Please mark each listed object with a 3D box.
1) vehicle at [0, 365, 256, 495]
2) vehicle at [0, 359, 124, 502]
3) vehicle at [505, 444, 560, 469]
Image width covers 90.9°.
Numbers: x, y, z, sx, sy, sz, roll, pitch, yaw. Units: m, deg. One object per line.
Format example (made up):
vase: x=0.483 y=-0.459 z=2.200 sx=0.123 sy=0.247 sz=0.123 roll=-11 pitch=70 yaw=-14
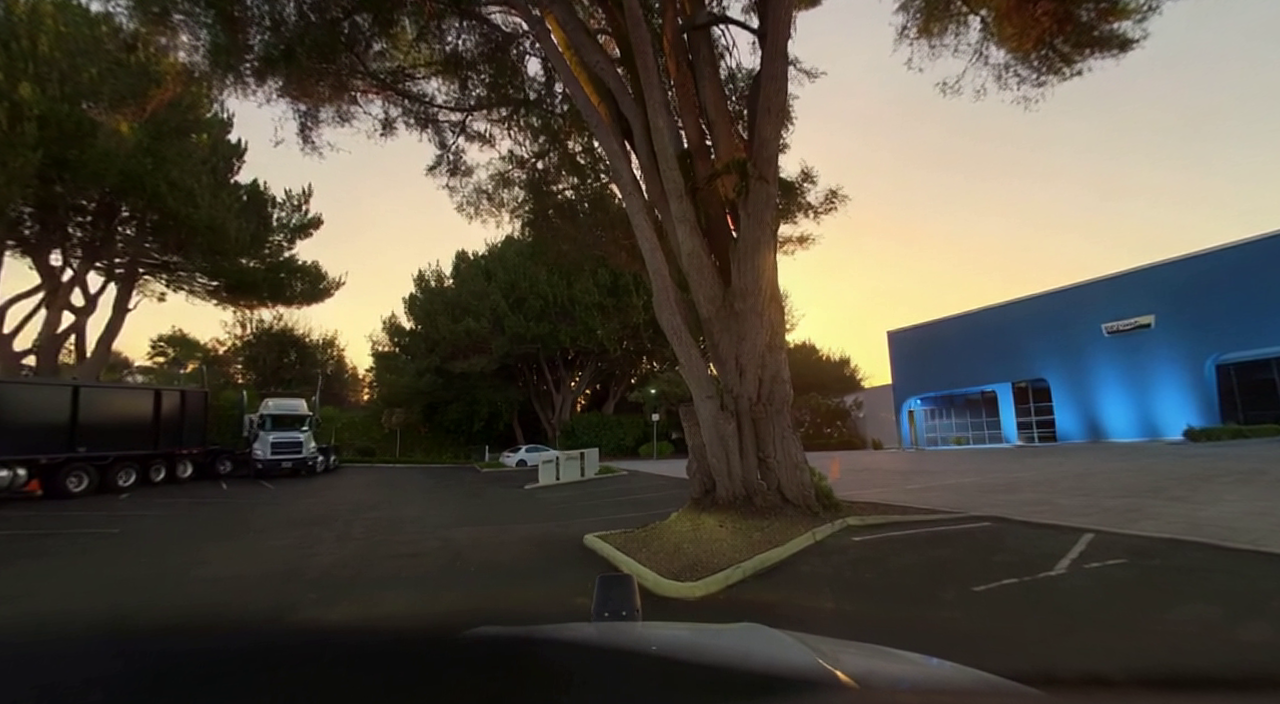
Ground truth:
vehicle: x=-19.779 y=3.088 z=23.905 sx=11.906 sy=4.069 sz=2.948 roll=-5 pitch=-10 yaw=28
vehicle: x=-22.022 y=2.755 z=21.063 sx=11.512 sy=3.871 sz=3.038 roll=-5 pitch=-10 yaw=29
vehicle: x=-6.776 y=6.660 z=40.190 sx=1.809 sy=1.506 sz=3.473 roll=-4 pitch=-10 yaw=24
